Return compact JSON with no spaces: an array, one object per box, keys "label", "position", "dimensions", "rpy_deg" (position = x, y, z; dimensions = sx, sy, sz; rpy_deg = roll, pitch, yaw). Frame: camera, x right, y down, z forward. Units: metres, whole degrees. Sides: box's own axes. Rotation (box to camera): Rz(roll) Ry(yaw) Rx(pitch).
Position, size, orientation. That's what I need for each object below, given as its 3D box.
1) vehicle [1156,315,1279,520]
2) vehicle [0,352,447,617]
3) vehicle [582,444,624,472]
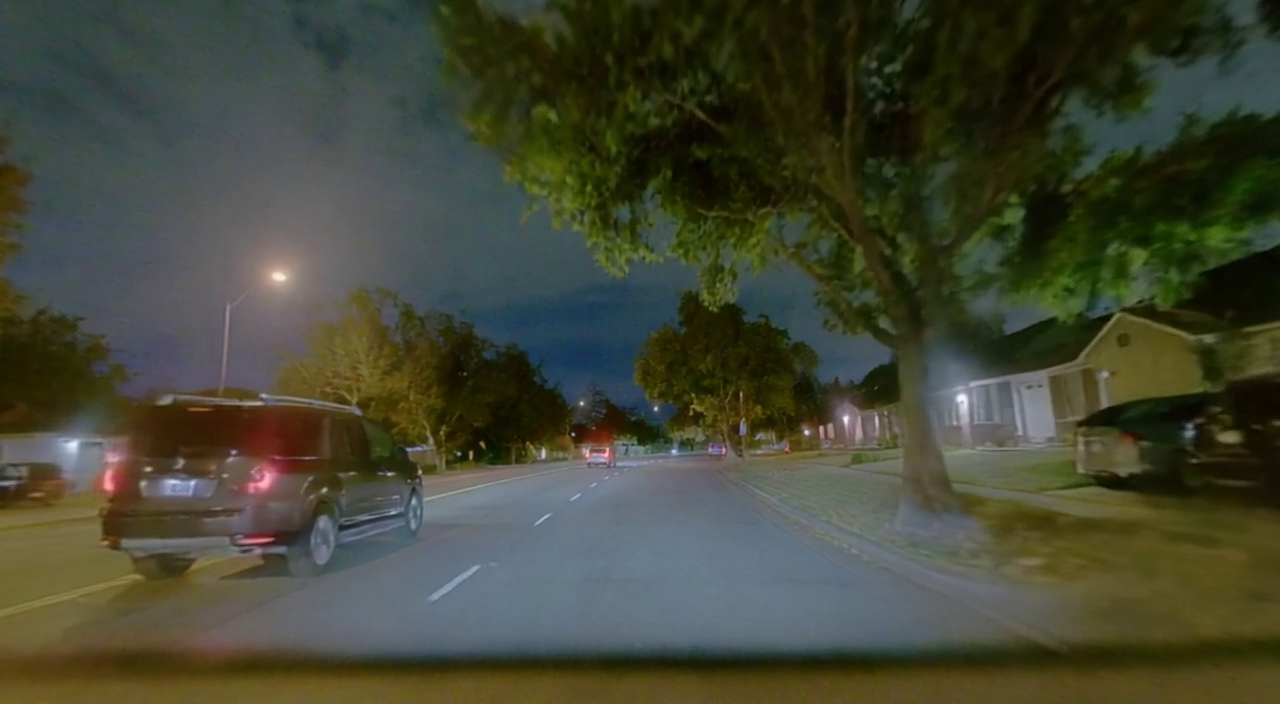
[{"label":"vehicle","position":[8.801,0.611,6.005],"dimensions":[5.492,1.923,2.103],"rpy_deg":[-3,-9,22]},{"label":"vehicle","position":[-4.171,1.417,7.614],"dimensions":[2.085,2.084,5.133],"rpy_deg":[0,-9,0]},{"label":"vehicle","position":[-2.287,6.670,40.093],"dimensions":[2.001,1.664,4.174],"rpy_deg":[-1,-9,6]}]
